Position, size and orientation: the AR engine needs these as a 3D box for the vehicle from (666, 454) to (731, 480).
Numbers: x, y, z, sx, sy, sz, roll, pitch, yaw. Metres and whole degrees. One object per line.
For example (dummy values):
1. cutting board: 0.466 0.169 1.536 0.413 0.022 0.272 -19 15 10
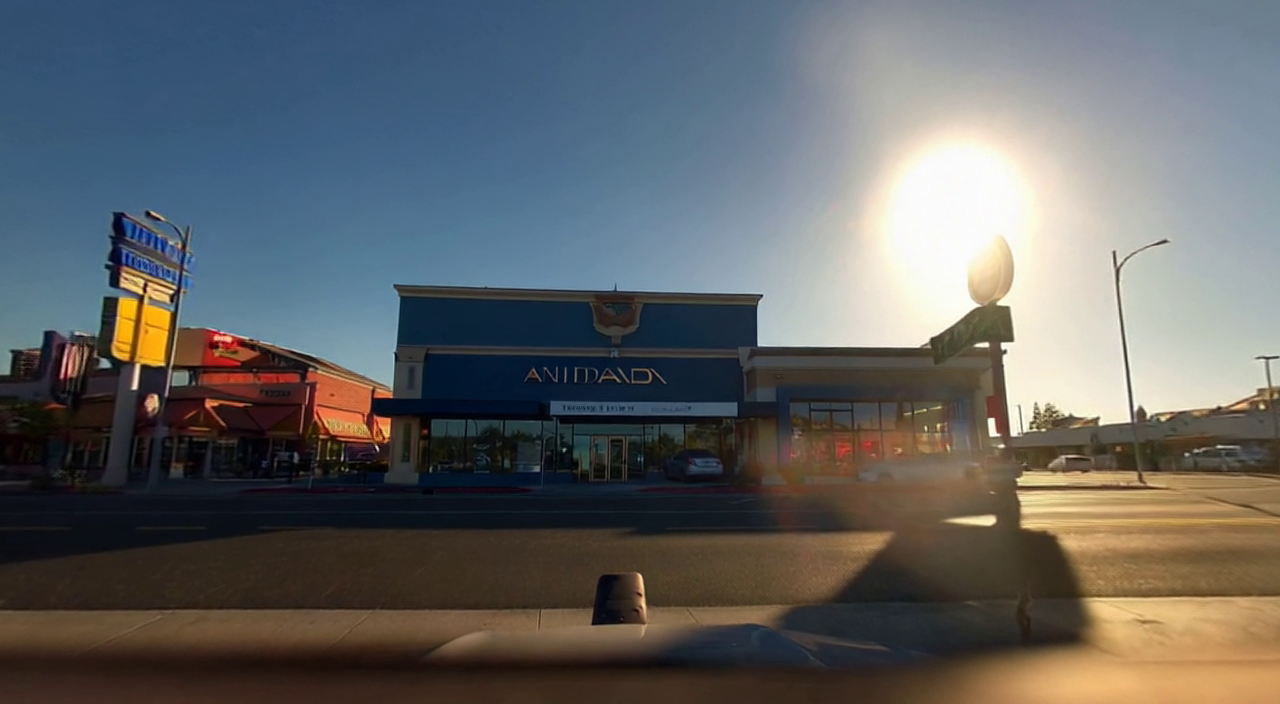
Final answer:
1. vehicle: 3.581 7.180 39.706 1.812 1.468 4.519 5 -10 -28

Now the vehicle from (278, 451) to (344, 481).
1. vehicle: -20.035 6.868 38.430 4.596 1.680 1.936 -8 -11 41

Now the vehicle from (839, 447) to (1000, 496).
1. vehicle: 10.058 4.299 23.036 4.889 1.659 2.059 1 -9 -4
